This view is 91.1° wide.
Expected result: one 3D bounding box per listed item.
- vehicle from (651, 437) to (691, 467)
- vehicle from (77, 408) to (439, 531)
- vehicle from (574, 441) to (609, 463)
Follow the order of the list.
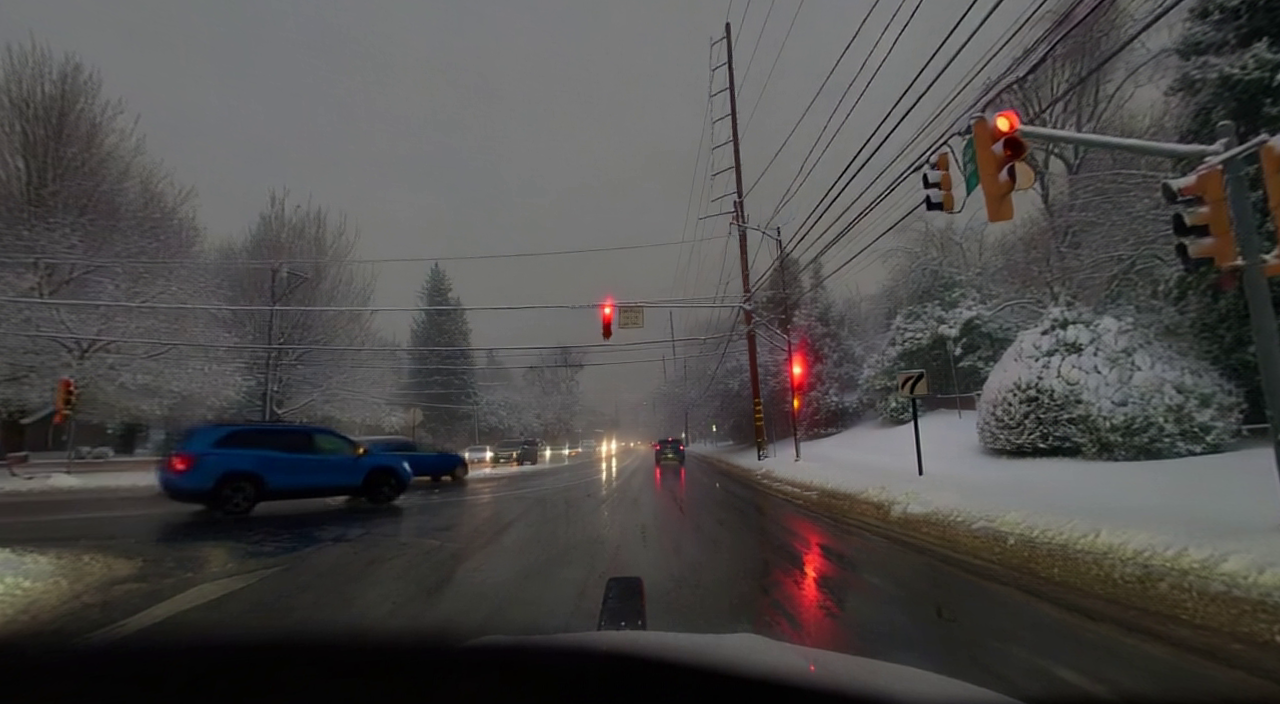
[{"bbox_3d":[1.761,5.875,37.100,2.051,1.666,4.607,0,-8,-1],"label":"vehicle"},{"bbox_3d":[-7.496,2.310,12.973,5.930,1.986,2.137,7,-11,-39],"label":"vehicle"},{"bbox_3d":[-3.490,7.254,45.661,1.904,1.482,4.603,-1,-8,4],"label":"vehicle"}]
